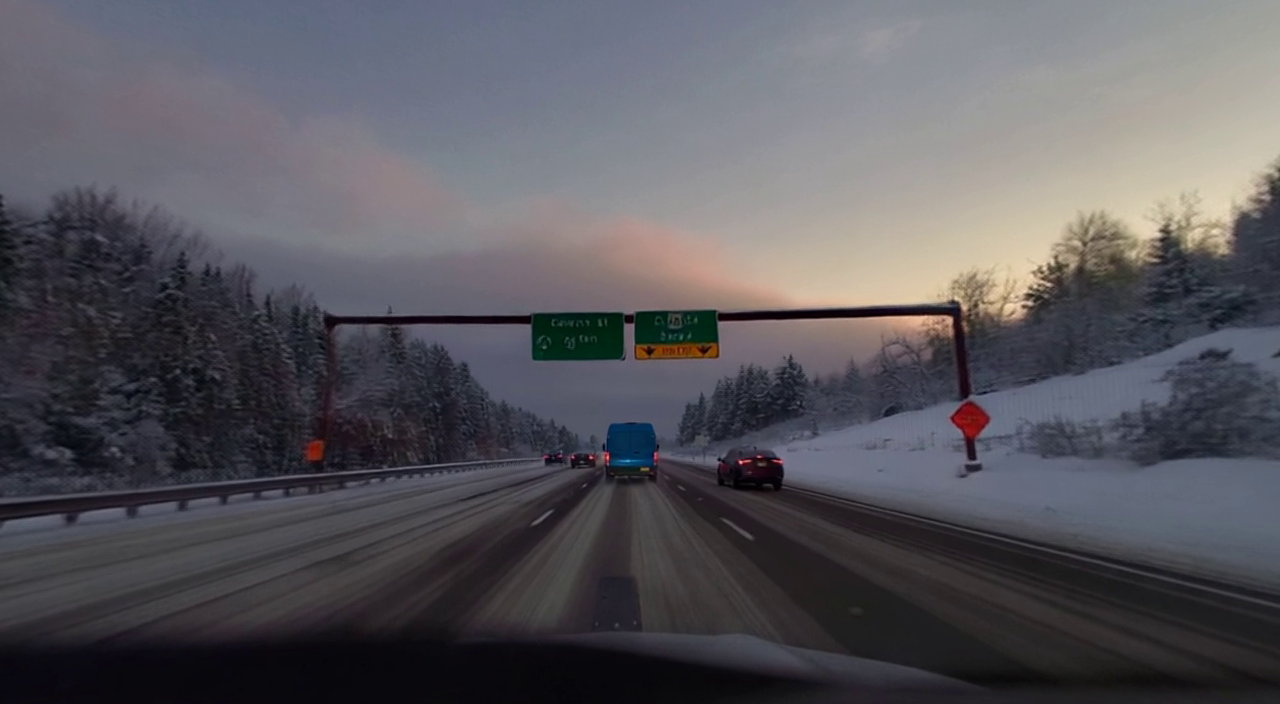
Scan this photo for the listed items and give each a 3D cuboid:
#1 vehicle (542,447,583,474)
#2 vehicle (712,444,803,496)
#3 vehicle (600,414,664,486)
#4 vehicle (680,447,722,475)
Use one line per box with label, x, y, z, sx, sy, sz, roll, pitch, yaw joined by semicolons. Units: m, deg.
vehicle;-4.692;6.648;38.550;2.003;1.498;4.386;0;-9;0
vehicle;3.702;3.821;20.695;2.015;1.491;4.732;0;-9;-1
vehicle;-0.330;3.924;25.177;2.268;2.551;5.144;0;-9;-1
vehicle;3.449;6.206;35.952;1.978;1.510;4.462;0;-9;0
